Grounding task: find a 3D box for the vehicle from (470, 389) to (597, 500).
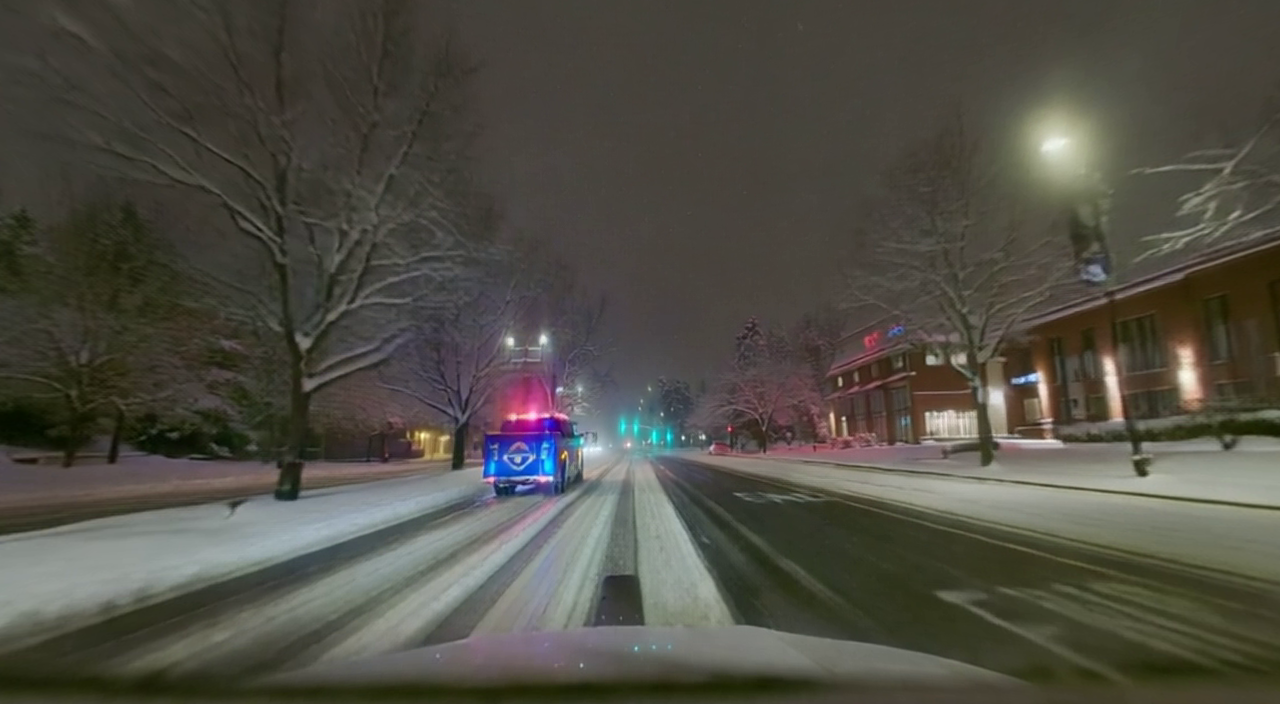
[{"bbox_3d":[-2.884,2.759,18.866,2.633,2.787,5.796,-1,-9,1],"label":"vehicle"}]
